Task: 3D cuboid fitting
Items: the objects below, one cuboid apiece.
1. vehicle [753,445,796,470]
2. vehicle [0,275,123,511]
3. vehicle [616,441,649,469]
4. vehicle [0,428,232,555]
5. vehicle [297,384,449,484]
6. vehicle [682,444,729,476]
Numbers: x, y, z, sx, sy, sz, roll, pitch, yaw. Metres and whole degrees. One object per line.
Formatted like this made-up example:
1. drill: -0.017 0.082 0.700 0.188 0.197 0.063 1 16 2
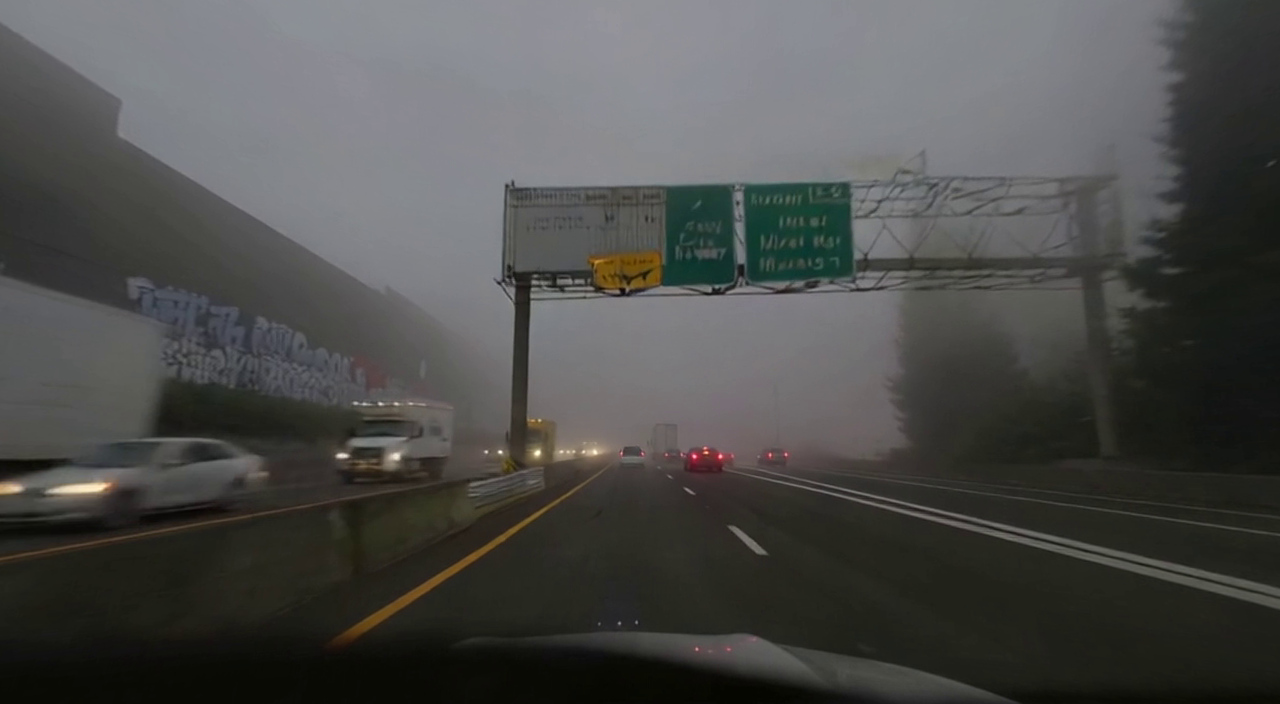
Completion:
1. vehicle: 9.326 7.347 43.861 2.107 1.648 4.324 0 -9 1
2. vehicle: -12.553 0.007 6.168 2.905 4.059 14.156 0 -9 0
3. vehicle: -0.519 7.025 42.899 2.169 1.753 4.151 0 -9 0
4. vehicle: -8.459 1.922 9.213 1.907 1.470 4.436 0 -9 0
5. vehicle: -9.128 2.982 22.446 2.524 3.023 6.674 0 -9 -1
6. vehicle: 3.479 5.818 34.178 2.045 1.605 4.674 0 -9 -1
